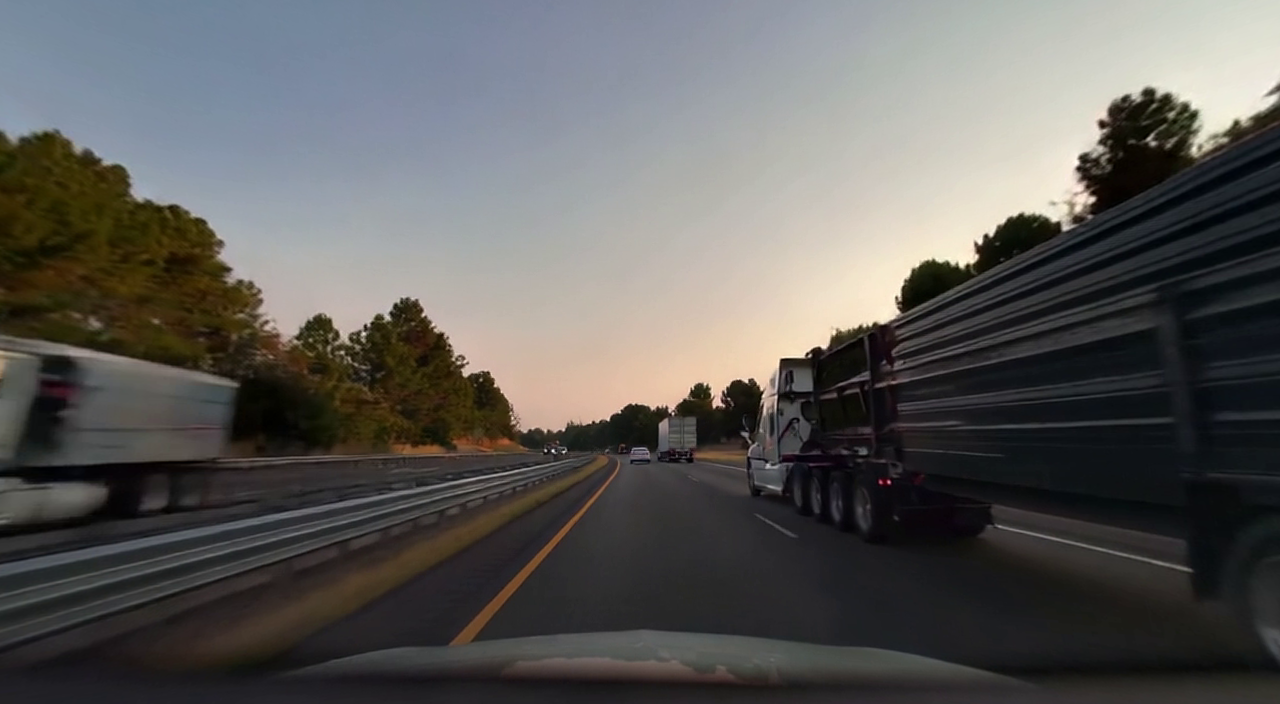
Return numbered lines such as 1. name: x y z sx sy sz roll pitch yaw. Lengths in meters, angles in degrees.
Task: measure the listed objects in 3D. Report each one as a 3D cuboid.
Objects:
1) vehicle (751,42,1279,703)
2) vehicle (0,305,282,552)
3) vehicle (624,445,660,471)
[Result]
1. vehicle: 4.533 1.106 8.957 2.867 3.571 14.305 0 -9 -2
2. vehicle: -8.862 1.242 9.556 2.632 2.884 7.040 0 -9 0
3. vehicle: 0.050 6.481 38.742 2.051 1.513 4.511 0 -9 -1
